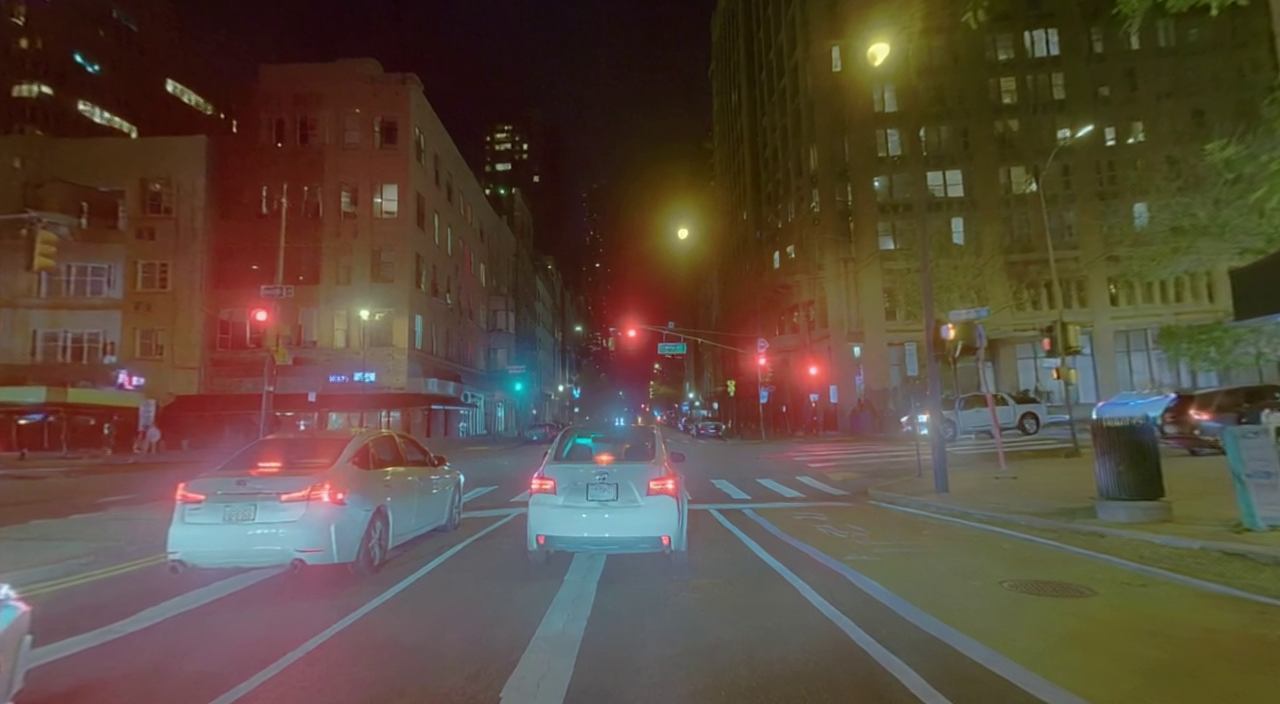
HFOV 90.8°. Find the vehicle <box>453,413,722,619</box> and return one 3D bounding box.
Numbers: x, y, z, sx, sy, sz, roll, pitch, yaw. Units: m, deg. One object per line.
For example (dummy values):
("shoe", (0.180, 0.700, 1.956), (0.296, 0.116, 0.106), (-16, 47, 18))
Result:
("vehicle", (-0.411, 1.518, 6.737), (1.999, 1.520, 3.896), (0, -8, -1))

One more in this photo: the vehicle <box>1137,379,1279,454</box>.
("vehicle", (21.627, 2.388, 22.769), (5.863, 2.493, 2.354), (1, -9, -11))

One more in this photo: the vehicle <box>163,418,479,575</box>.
("vehicle", (-3.694, 1.742, 8.415), (1.934, 1.522, 4.287), (0, -9, 0))
